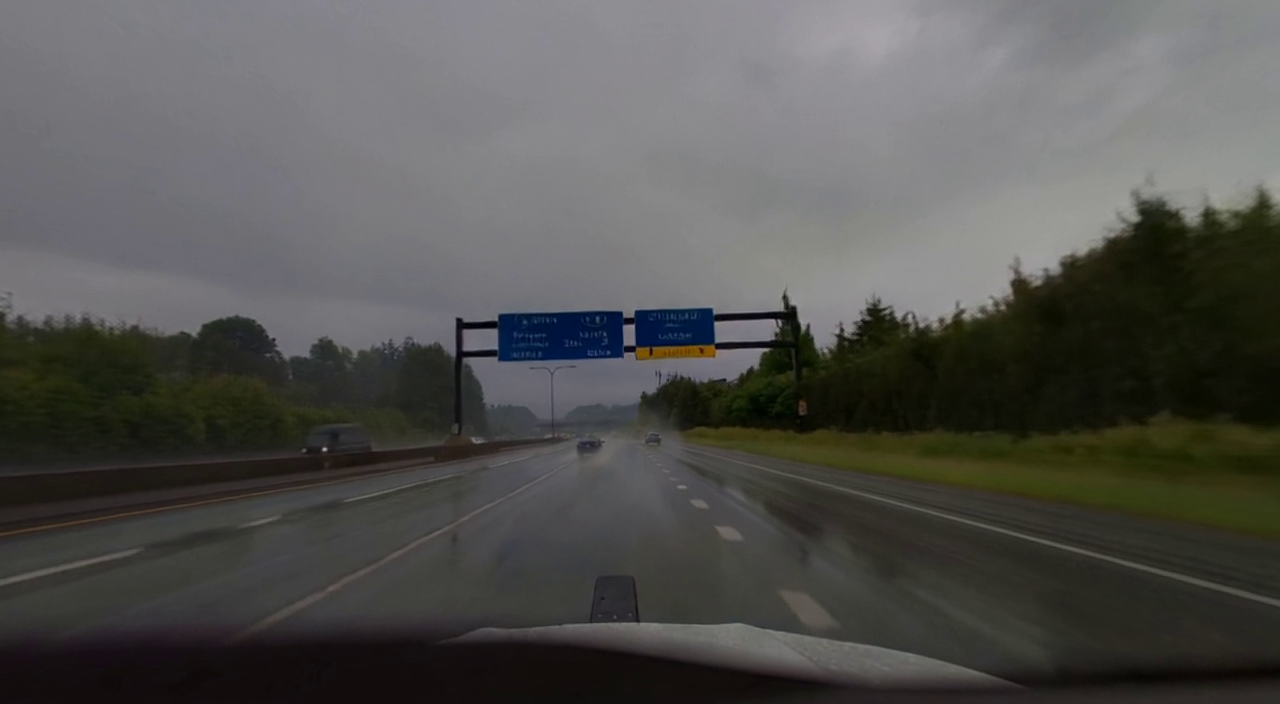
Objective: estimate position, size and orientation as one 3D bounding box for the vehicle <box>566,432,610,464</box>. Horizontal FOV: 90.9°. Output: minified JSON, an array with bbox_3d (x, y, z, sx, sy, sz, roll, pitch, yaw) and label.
[{"bbox_3d":[-2.547,4.783,31.686,2.000,1.491,3.913,0,-8,-1],"label":"vehicle"}]
